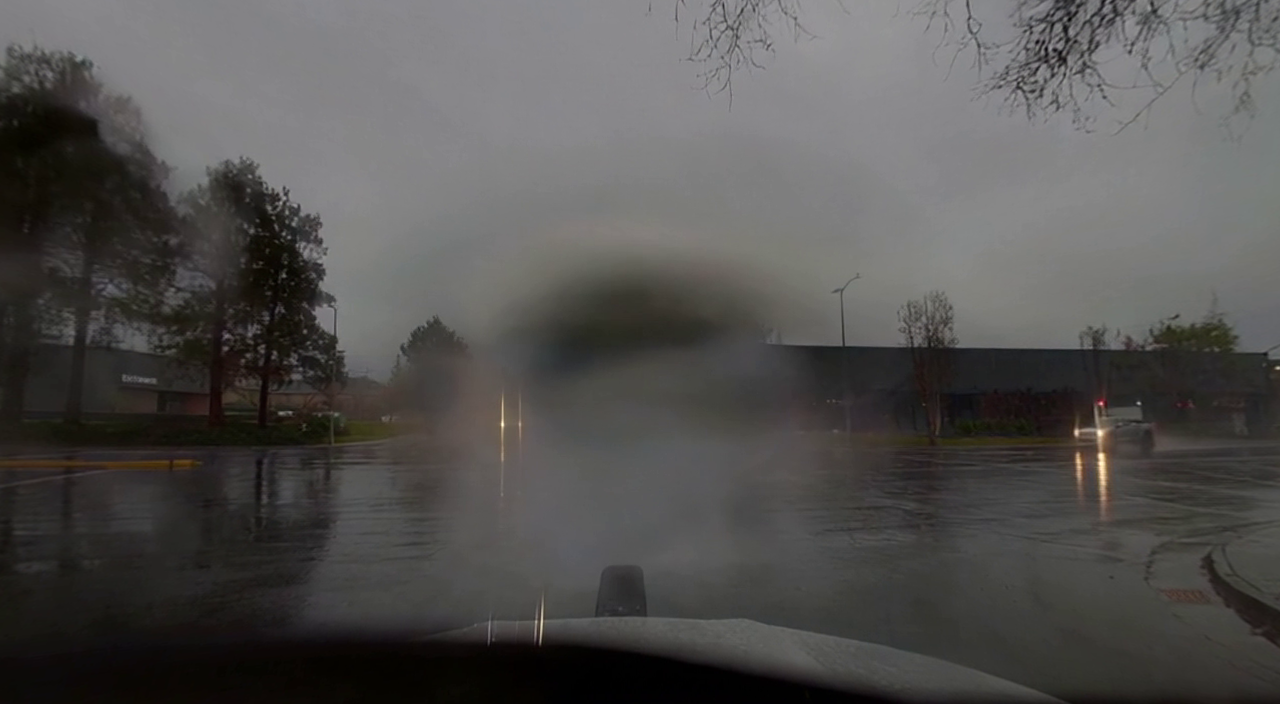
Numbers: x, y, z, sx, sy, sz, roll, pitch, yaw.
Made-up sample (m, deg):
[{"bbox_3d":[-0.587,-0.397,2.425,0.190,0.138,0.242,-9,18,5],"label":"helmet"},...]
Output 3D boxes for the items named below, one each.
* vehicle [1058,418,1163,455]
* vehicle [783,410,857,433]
[{"bbox_3d":[24.809,4.479,33.068,5.333,1.837,2.124,4,-10,-27],"label":"vehicle"},{"bbox_3d":[12.514,4.826,43.598,4.674,1.483,1.745,2,-9,-16],"label":"vehicle"}]
